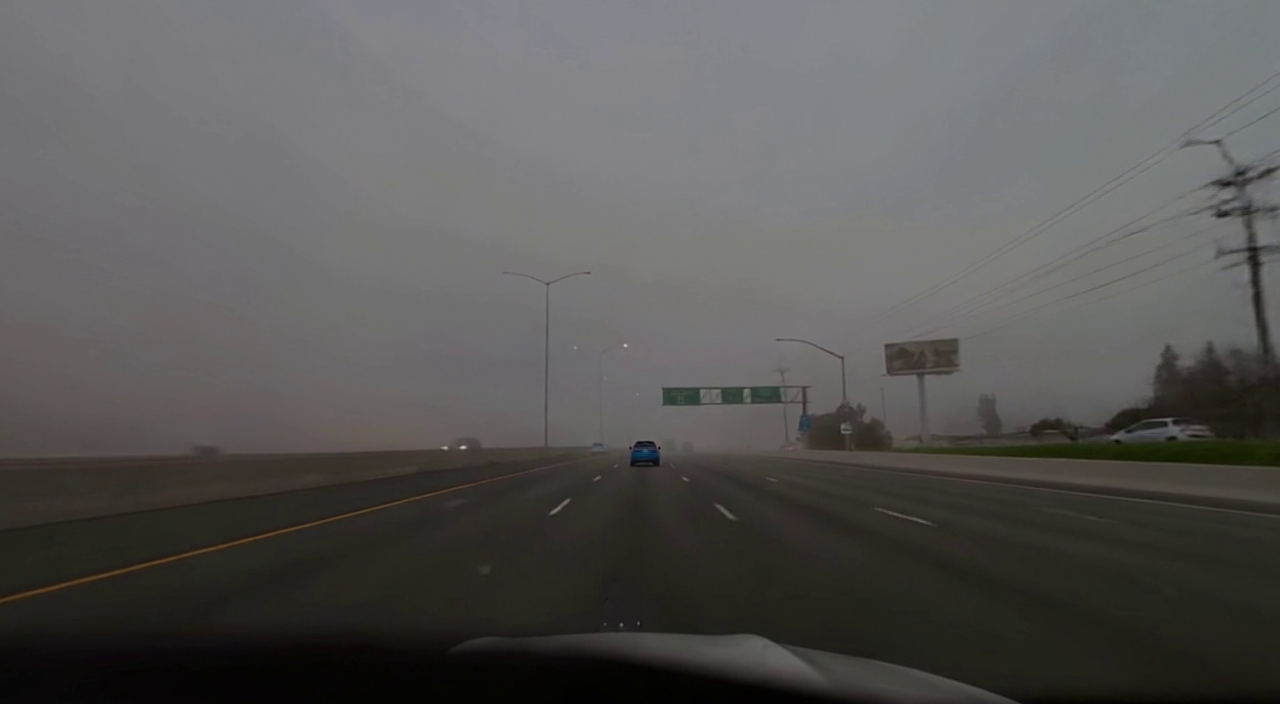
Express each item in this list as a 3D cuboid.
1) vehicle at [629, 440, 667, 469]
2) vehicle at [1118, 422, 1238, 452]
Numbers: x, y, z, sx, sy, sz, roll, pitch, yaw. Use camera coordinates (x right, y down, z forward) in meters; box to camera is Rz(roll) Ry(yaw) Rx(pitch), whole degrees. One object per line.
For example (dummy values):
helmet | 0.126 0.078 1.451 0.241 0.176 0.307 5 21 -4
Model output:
vehicle | 0.451 5.895 36.520 2.074 1.574 3.971 0 -8 1
vehicle | 28.660 4.588 33.902 2.072 1.495 4.732 0 -8 -3
